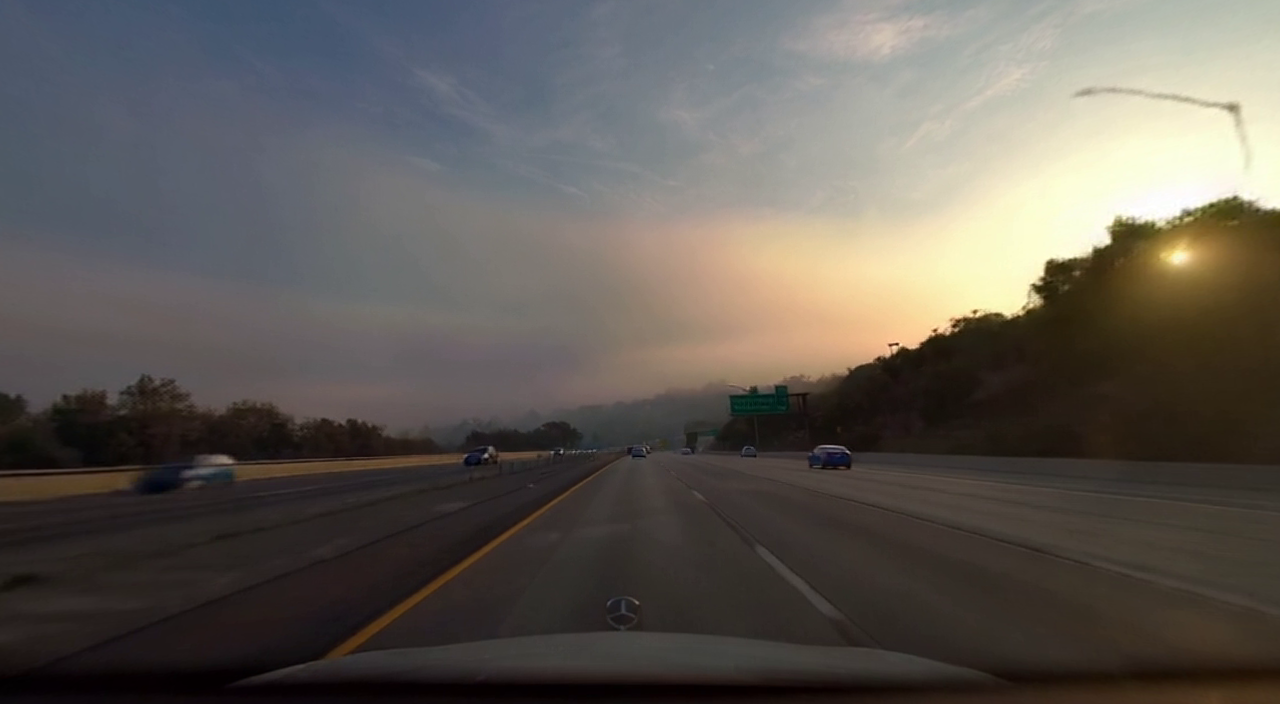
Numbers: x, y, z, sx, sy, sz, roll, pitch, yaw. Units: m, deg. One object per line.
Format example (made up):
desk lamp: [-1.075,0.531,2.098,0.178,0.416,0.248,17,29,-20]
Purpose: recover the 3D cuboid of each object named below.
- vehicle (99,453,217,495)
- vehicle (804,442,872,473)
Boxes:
vehicle: [-21.163,5.332,27.953,2.183,1.644,3.774,0,-8,0]
vehicle: [10.636,5.691,34.345,2.024,1.481,4.747,1,-8,-1]
